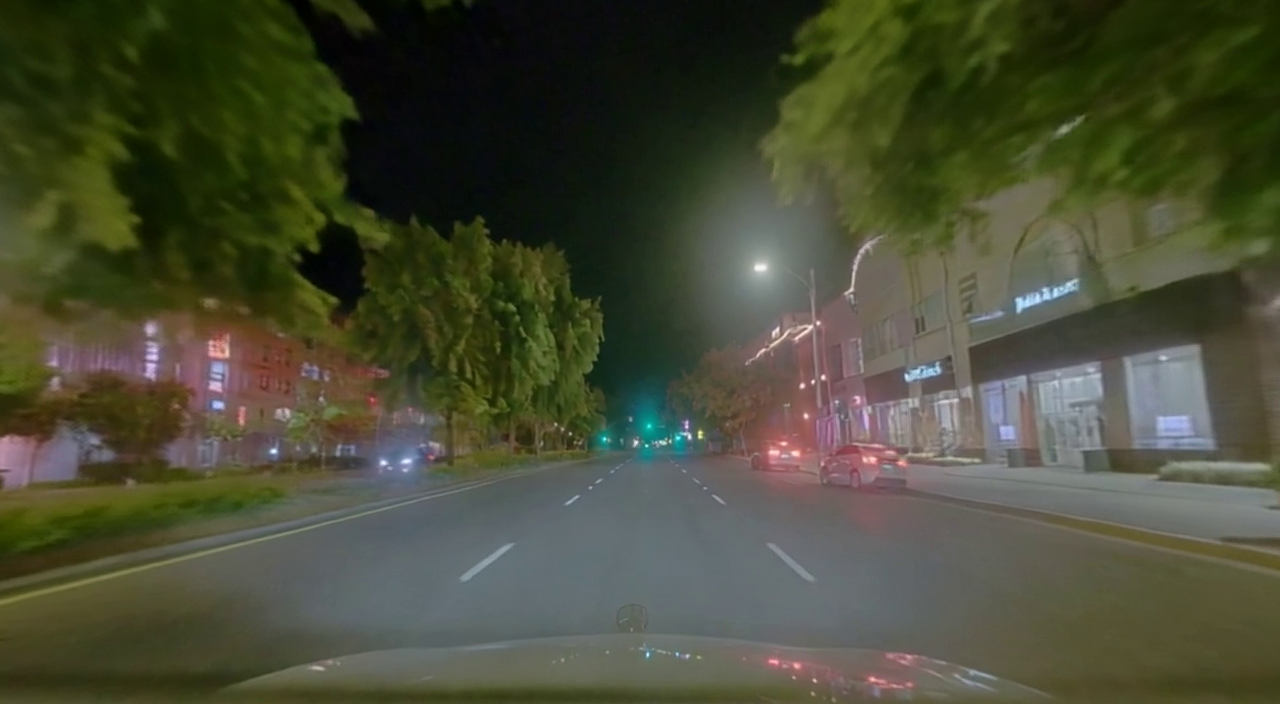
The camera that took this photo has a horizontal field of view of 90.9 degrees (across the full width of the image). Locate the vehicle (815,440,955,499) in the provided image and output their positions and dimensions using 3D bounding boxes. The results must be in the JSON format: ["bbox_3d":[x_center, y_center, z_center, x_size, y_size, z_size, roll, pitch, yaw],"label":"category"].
[{"bbox_3d":[6.963,3.372,18.661,2.119,1.458,4.965,1,-8,-1],"label":"vehicle"}]

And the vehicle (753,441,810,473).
[{"bbox_3d":[7.099,5.282,32.096,1.923,1.498,4.676,0,-8,1],"label":"vehicle"}]
